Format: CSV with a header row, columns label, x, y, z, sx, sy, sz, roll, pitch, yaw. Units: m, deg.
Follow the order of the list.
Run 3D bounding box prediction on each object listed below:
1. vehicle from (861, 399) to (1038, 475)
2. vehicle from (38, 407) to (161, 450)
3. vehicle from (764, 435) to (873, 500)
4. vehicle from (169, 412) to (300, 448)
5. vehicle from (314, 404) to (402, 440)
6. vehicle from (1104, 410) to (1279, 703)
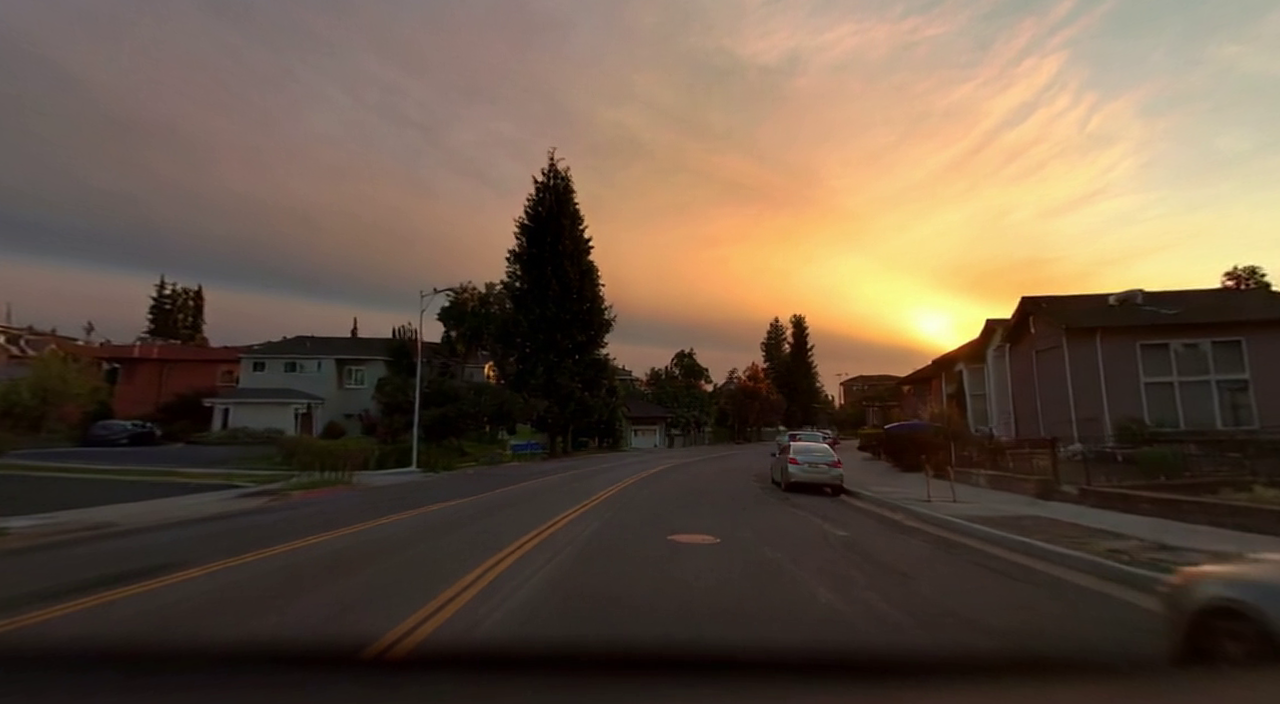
label,x,y,z,sx,sy,sz,roll,pitch,yaw
vehicle,9.704,2.749,20.179,4.387,1.812,2.018,-7,-10,5
vehicle,-26.510,3.706,31.221,1.861,1.795,4.302,2,-4,10
vehicle,4.510,2.955,16.557,1.947,1.479,3.743,-1,-9,3
vehicle,-17.433,3.407,27.279,4.407,1.478,1.973,-1,-9,7
vehicle,-15.592,3.843,34.960,4.054,1.565,1.719,-4,1,8
vehicle,3.262,0.790,1.393,1.665,1.425,3.727,0,-9,1
